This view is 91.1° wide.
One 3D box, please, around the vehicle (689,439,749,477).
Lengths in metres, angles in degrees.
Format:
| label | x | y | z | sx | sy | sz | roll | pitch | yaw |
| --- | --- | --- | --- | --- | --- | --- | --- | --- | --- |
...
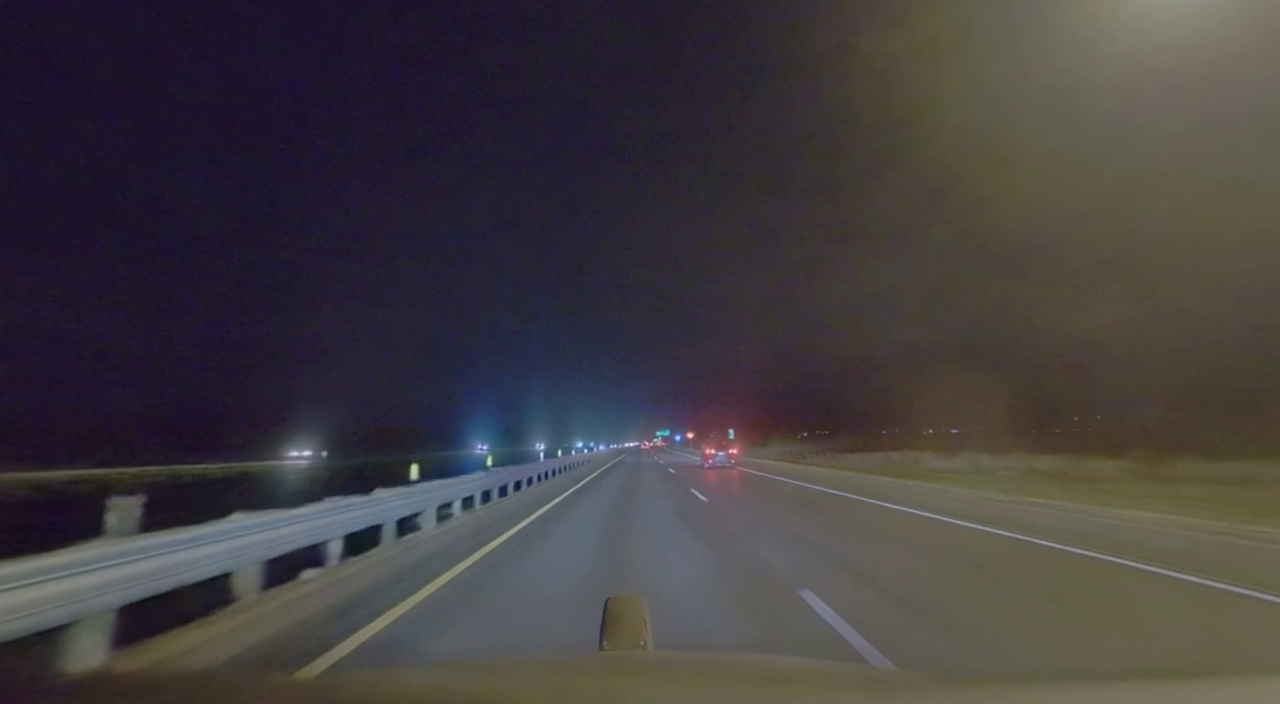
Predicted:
| label | x | y | z | sx | sy | sz | roll | pitch | yaw |
| --- | --- | --- | --- | --- | --- | --- | --- | --- | --- |
| vehicle | 3.429 | 4.721 | 28.144 | 2.044 | 1.527 | 4.658 | 0 | -8 | -1 |
